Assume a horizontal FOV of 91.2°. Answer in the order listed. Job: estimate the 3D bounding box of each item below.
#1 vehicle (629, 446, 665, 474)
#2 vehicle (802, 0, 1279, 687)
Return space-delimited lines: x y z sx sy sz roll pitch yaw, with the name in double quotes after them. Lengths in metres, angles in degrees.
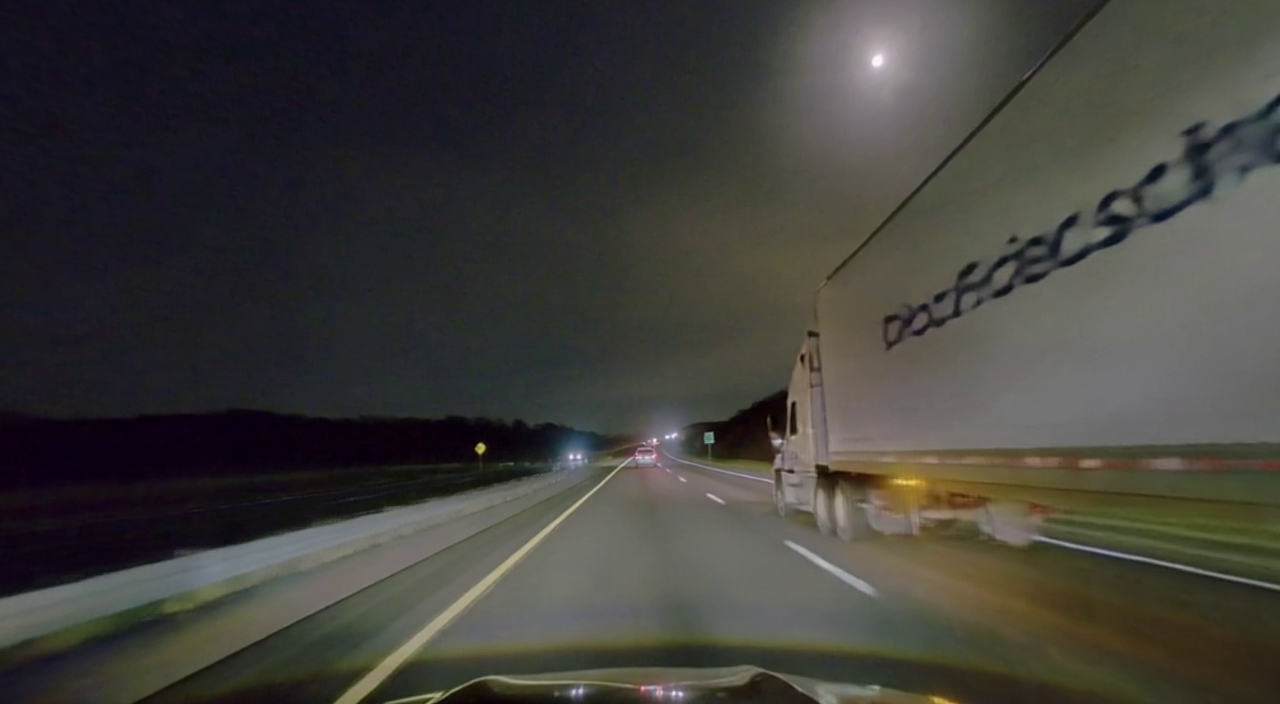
0.419 6.958 40.501 2.160 1.691 4.243 0 -9 -1 "vehicle"
4.870 -0.087 4.954 3.167 4.180 14.924 2 -9 0 "vehicle"
